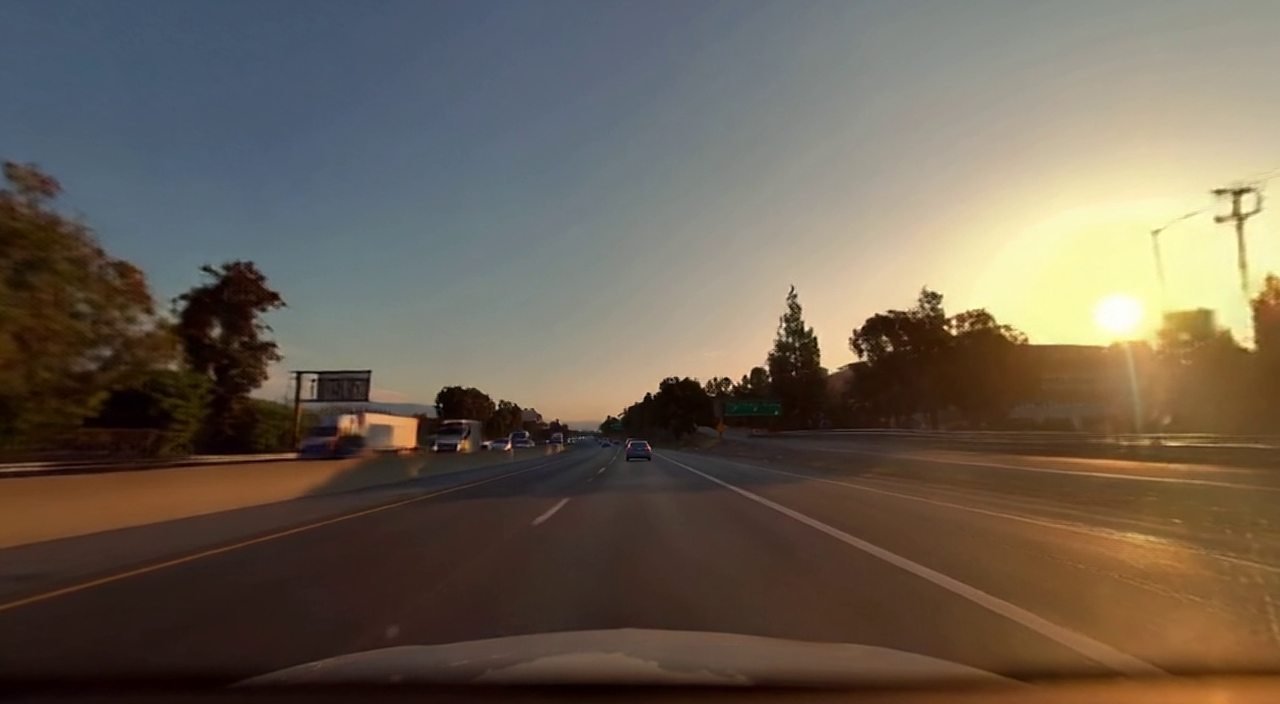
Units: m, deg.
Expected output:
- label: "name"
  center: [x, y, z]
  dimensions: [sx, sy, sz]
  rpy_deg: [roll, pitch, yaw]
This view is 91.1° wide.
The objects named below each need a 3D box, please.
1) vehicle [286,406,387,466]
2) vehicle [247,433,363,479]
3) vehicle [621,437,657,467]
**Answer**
- label: "vehicle"
  center: [-21.921, 6.203, 46.091]
  dimensions: [3.035, 3.923, 8.941]
  rpy_deg: [0, -8, -1]
- label: "vehicle"
  center: [-13.568, 4.236, 25.866]
  dimensions: [2.009, 1.680, 5.023]
  rpy_deg: [0, -8, 0]
- label: "vehicle"
  center: [-0.113, 5.960, 37.614]
  dimensions: [2.029, 1.666, 4.064]
  rpy_deg: [0, -8, -1]
